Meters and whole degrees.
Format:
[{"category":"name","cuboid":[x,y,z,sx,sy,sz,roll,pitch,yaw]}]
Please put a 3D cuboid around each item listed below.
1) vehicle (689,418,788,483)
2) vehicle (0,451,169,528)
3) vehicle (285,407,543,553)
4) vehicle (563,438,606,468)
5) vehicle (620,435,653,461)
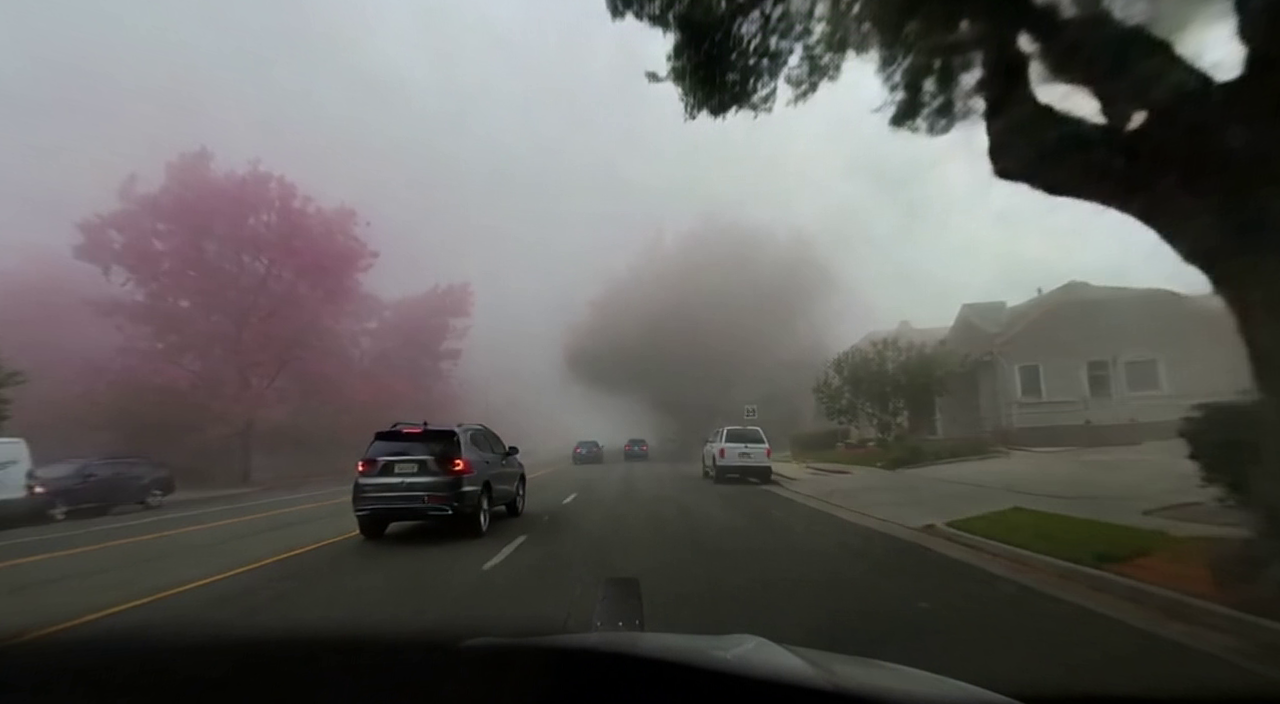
[{"category":"vehicle","cuboid":[3.329,3.497,22.645,2.653,2.058,5.096,0,-8,-1]},{"category":"vehicle","cuboid":[-16.265,3.874,18.297,1.955,1.698,4.443,-4,-7,-1]},{"category":"vehicle","cuboid":[-3.145,1.924,10.265,2.257,1.751,5.028,0,-8,1]},{"category":"vehicle","cuboid":[-3.224,5.908,37.227,2.167,1.634,4.220,0,-8,0]},{"category":"vehicle","cuboid":[-0.274,7.125,46.761,2.376,1.801,4.317,0,-8,0]}]
